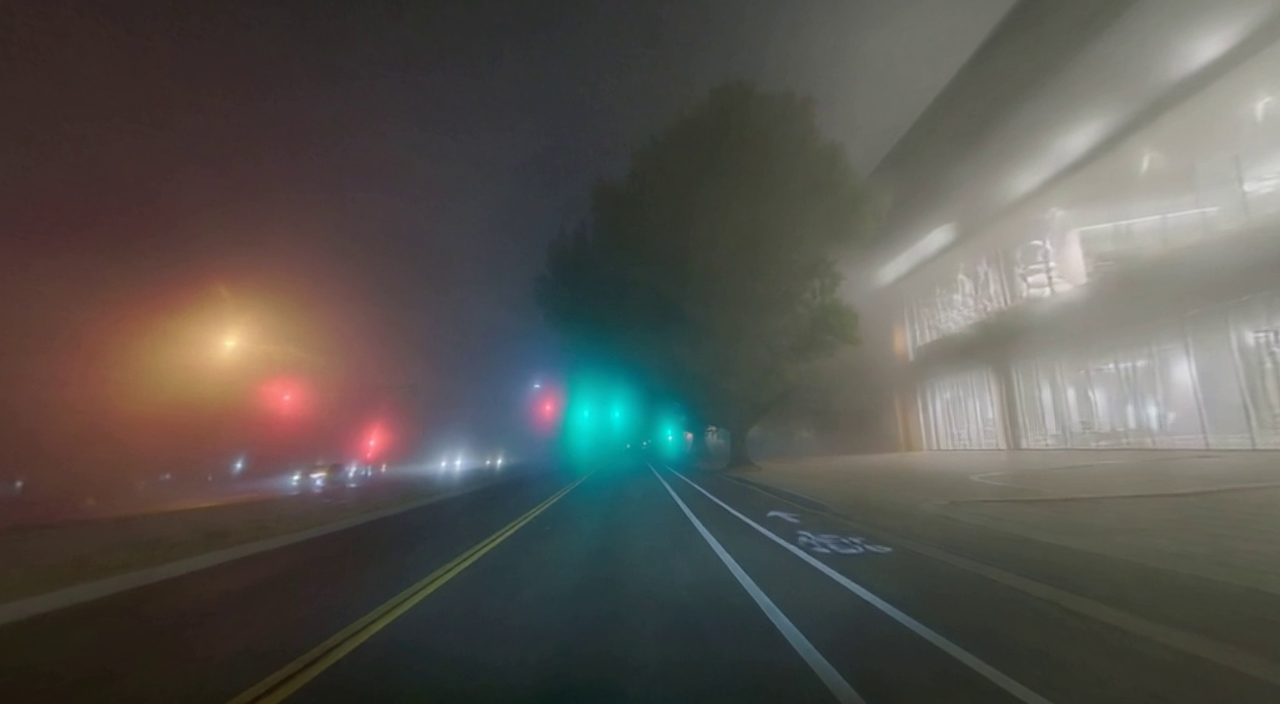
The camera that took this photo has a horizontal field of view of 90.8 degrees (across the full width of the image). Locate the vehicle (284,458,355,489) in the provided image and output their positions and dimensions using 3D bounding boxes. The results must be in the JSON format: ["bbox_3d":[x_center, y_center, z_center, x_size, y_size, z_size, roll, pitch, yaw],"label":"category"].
[{"bbox_3d":[-19.926,7.548,39.456,2.223,1.728,4.250,0,-9,-1],"label":"vehicle"}]
